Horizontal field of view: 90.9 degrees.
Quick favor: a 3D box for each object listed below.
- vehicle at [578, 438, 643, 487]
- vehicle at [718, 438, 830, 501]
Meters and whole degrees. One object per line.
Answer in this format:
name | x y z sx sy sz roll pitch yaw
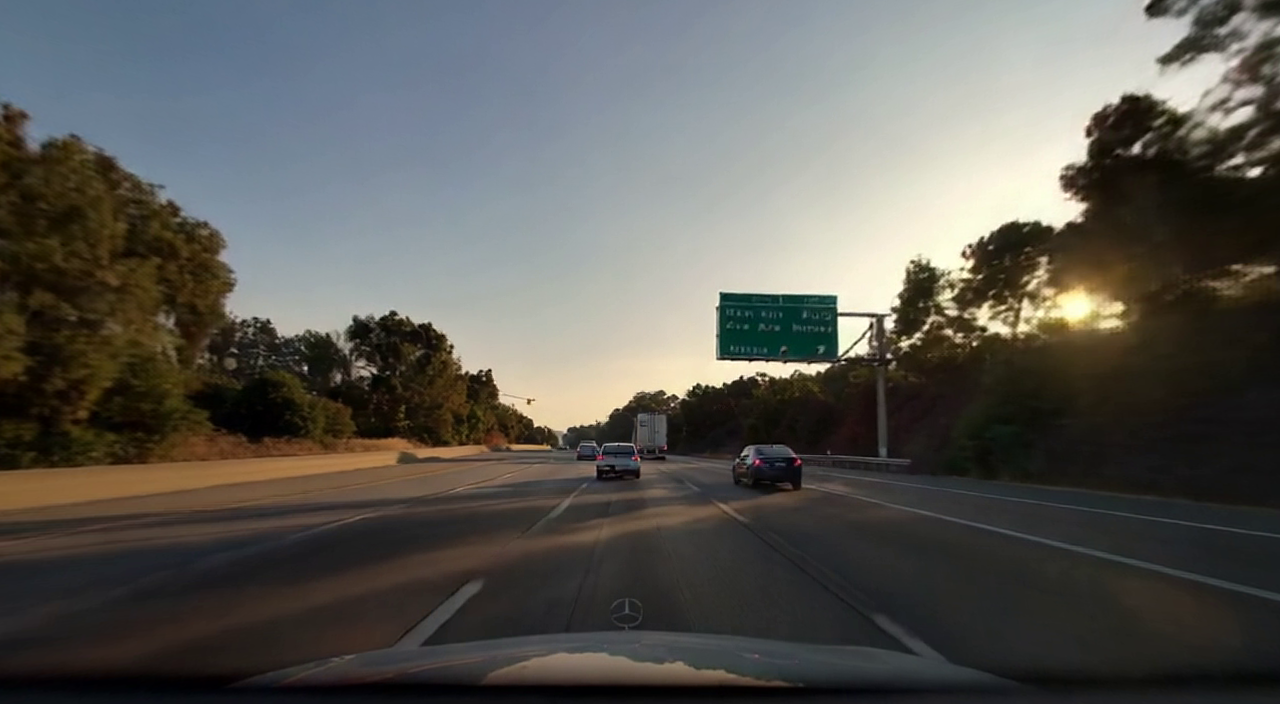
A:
vehicle | -0.985 3.762 21.855 2.020 1.516 3.951 0 -9 -1
vehicle | 3.502 3.149 17.364 1.971 1.472 4.301 0 -9 -2
